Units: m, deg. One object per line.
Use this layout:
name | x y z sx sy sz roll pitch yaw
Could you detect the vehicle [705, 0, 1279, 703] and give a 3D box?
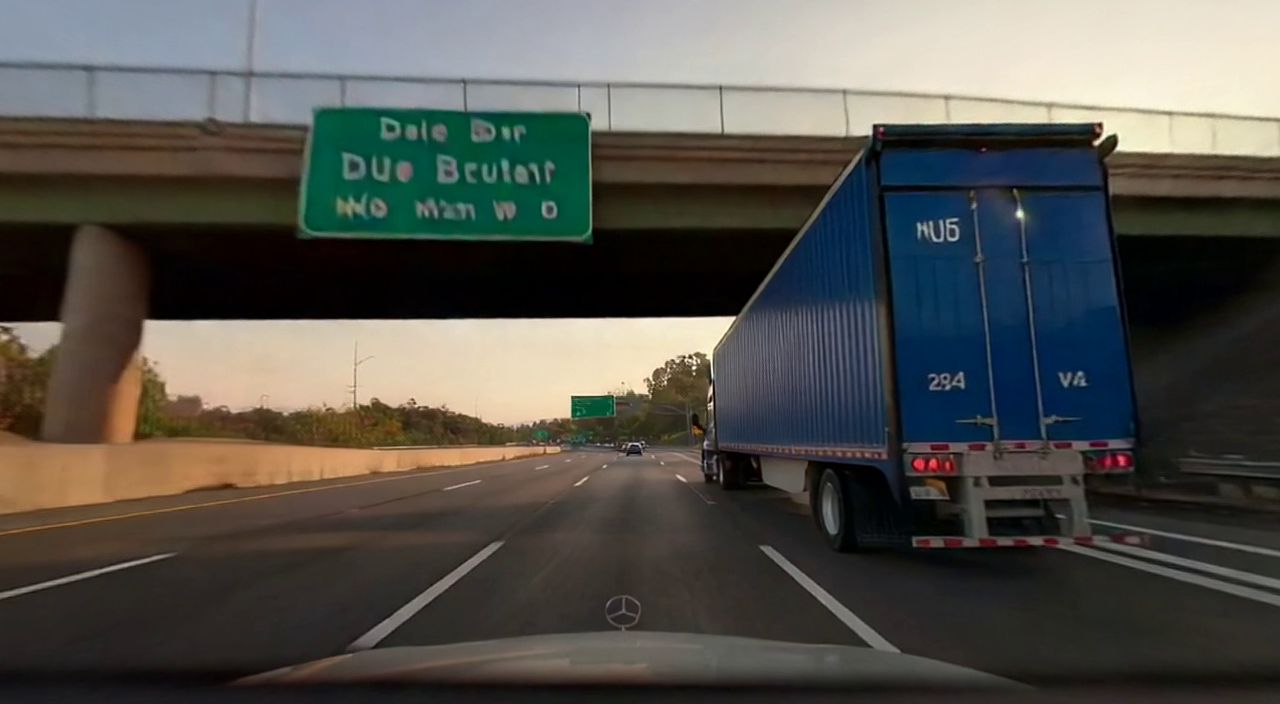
vehicle | 3.541 0.910 11.420 2.743 4.160 16.408 0 -9 -1
